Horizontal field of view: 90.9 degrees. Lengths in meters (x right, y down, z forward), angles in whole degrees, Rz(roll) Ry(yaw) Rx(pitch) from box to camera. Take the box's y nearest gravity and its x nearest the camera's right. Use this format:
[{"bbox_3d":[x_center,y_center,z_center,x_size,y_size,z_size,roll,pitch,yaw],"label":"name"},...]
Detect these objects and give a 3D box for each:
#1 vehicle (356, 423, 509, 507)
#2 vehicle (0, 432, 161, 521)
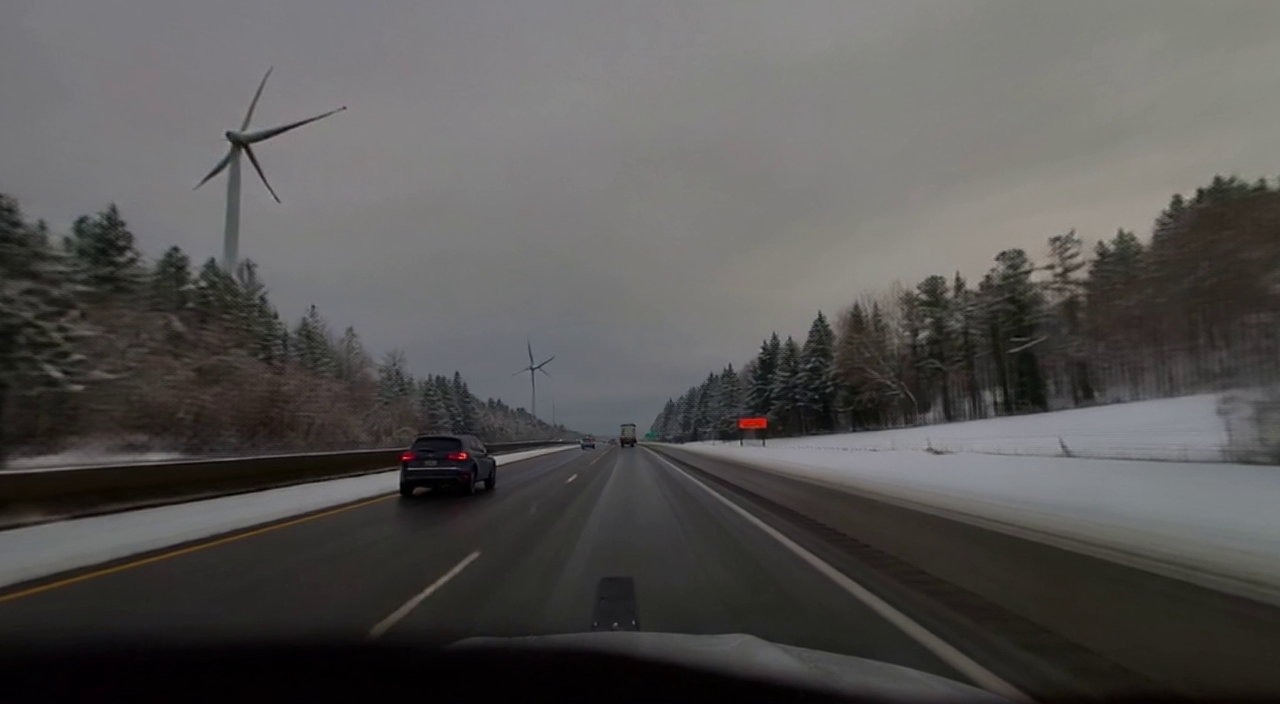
[{"bbox_3d":[-4.192,2.327,13.491,1.950,1.511,3.965,0,-8,0],"label":"vehicle"},{"bbox_3d":[-12.363,2.443,12.981,2.055,1.545,3.765,0,-8,-1],"label":"vehicle"}]
